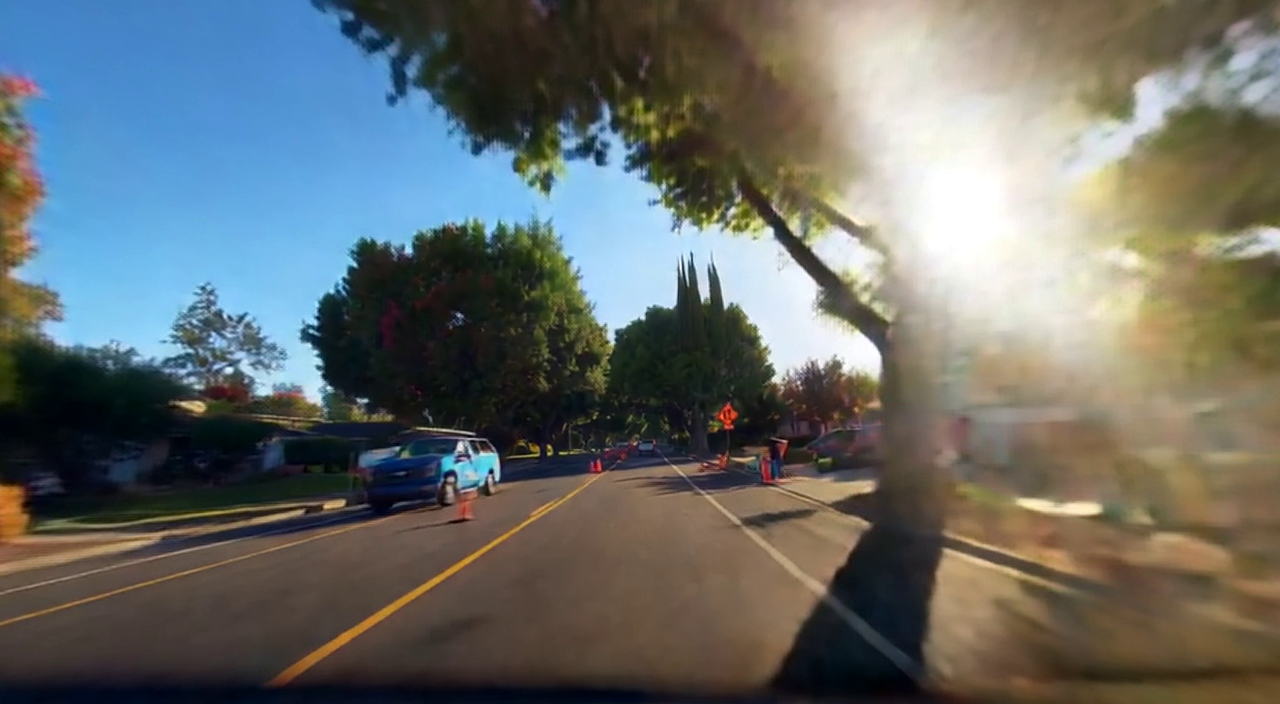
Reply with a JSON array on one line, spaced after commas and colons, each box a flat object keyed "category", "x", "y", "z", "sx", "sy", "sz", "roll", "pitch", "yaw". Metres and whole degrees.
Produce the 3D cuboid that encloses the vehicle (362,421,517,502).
[{"category": "vehicle", "x": -6.453, "y": 3.595, "z": 21.176, "sx": 2.517, "sy": 2.323, "sz": 5.205, "roll": -2, "pitch": -9, "yaw": 14}]
